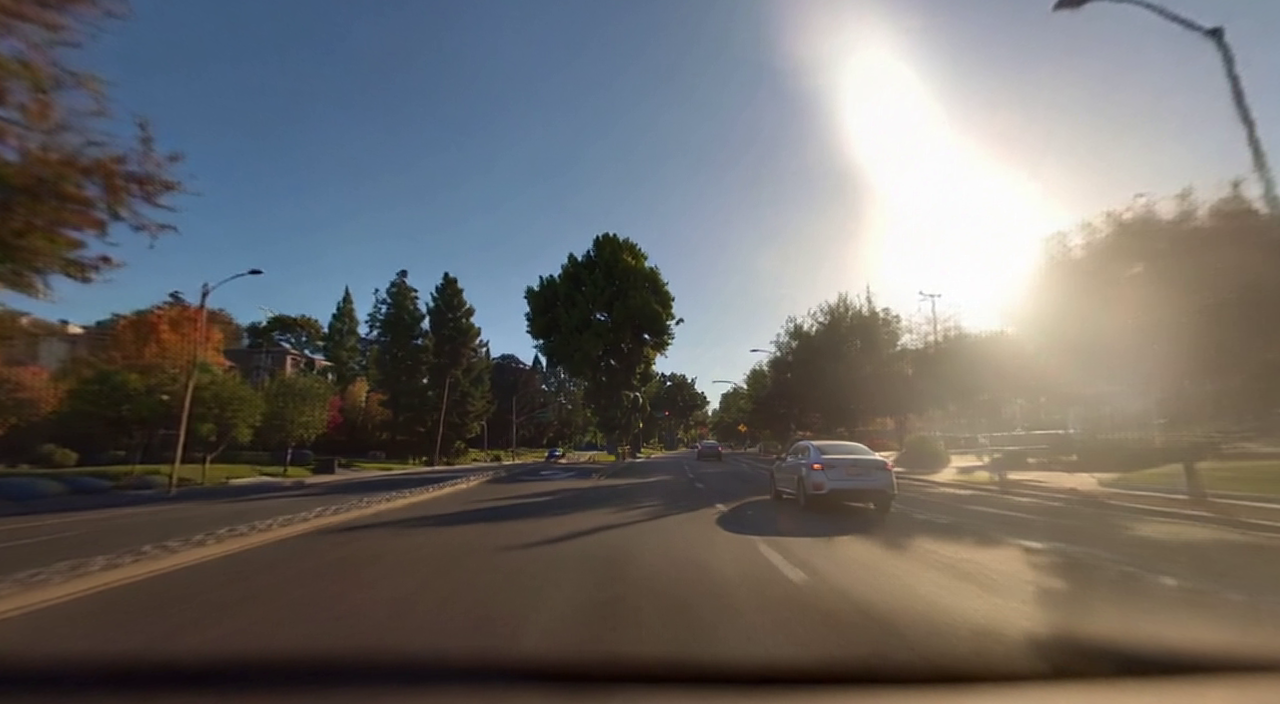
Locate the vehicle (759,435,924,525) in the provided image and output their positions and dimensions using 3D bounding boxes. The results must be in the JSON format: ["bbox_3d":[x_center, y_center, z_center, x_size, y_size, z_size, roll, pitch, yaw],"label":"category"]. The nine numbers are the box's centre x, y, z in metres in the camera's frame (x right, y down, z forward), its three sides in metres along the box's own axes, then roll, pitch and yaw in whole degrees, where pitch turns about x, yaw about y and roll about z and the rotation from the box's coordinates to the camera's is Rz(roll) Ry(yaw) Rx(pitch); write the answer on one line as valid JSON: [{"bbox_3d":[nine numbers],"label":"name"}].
[{"bbox_3d":[3.695,2.411,12.437,1.852,1.453,4.083,0,-9,0],"label":"vehicle"}]
